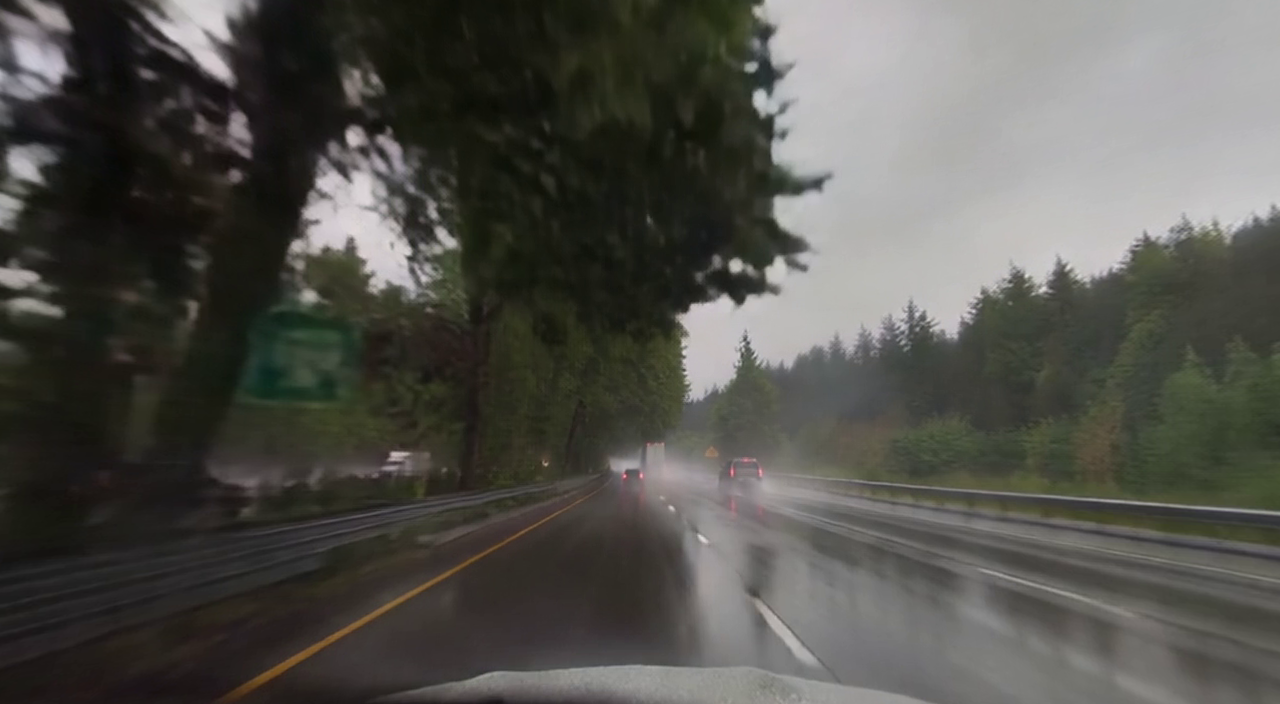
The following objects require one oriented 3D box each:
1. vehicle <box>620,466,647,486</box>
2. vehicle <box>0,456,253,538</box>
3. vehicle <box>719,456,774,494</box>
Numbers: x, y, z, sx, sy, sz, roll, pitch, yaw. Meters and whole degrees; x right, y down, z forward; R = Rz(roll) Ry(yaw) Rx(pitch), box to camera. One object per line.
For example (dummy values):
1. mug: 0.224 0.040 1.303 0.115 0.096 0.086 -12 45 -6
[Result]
1. vehicle: -0.487 9.578 48.755 1.987 1.467 3.903 1 -10 -1
2. vehicle: -11.983 3.405 15.316 1.952 1.618 4.859 1 -10 1
3. vehicle: 5.419 6.351 32.607 1.998 1.776 4.663 1 -10 -1
